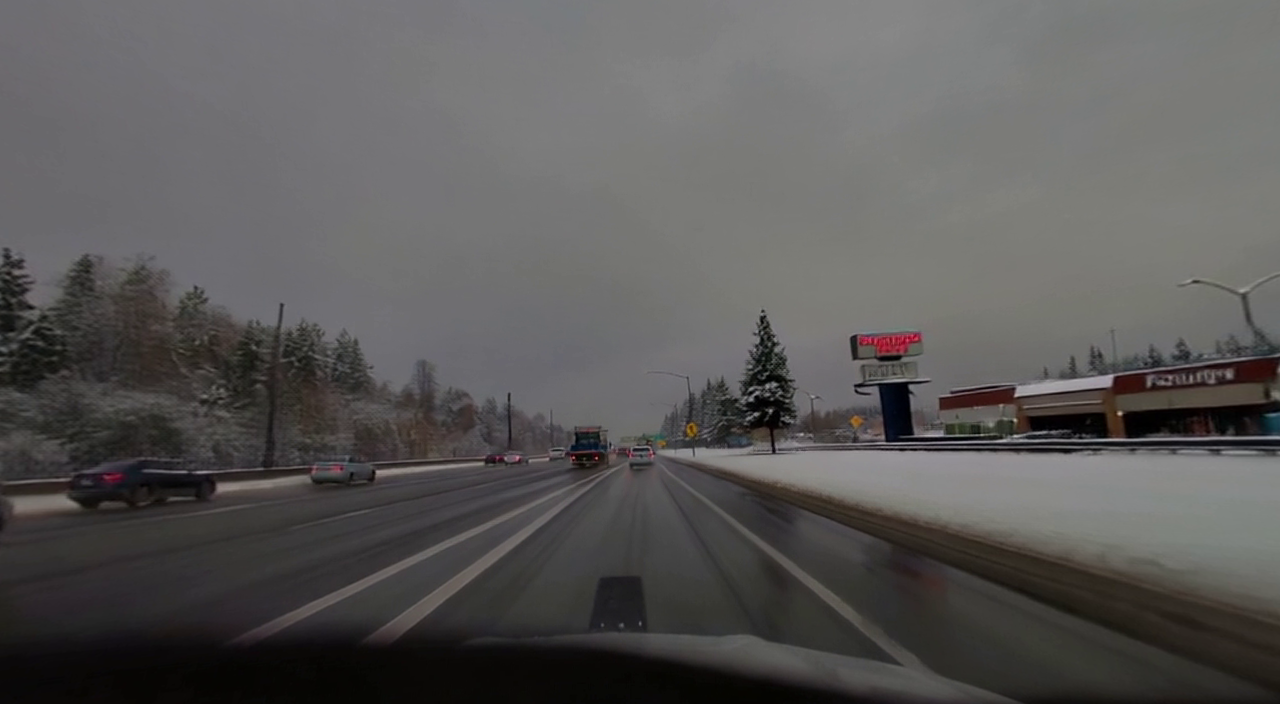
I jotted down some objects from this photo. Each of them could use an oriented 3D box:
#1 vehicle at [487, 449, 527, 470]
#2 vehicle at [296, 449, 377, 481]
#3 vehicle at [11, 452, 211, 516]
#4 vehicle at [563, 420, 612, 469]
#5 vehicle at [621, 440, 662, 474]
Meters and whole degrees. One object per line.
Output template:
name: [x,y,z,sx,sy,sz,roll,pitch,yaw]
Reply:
vehicle: [-10.424,8.465,49.807,1.928,1.480,4.823,0,-8,2]
vehicle: [-17.590,6.543,36.850,2.076,1.709,4.893,-1,-8,3]
vehicle: [-14.690,3.633,17.924,1.805,1.508,4.331,0,-8,2]
vehicle: [-3.936,7.202,49.039,2.796,3.426,8.553,0,-8,2]
vehicle: [0.110,6.045,36.589,2.227,1.794,4.646,0,-8,1]
